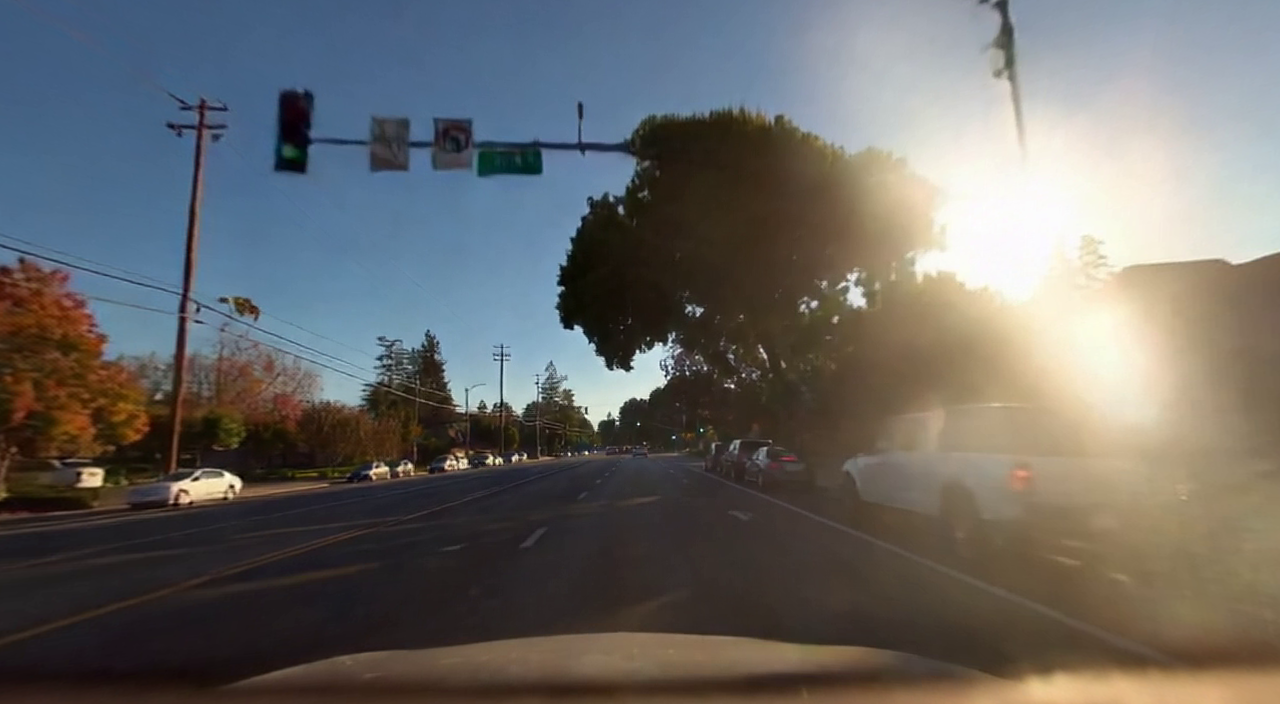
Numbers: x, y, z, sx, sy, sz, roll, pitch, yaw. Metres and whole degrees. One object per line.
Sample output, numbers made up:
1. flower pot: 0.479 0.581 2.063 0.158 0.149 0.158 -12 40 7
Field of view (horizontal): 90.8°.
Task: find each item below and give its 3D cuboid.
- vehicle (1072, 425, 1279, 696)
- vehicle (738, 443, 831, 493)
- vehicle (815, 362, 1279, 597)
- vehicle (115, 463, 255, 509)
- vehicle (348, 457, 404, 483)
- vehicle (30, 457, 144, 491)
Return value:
1. vehicle: 4.511 1.006 2.680 2.074 1.457 4.633 0 -10 0
2. vehicle: 4.587 3.754 20.840 1.844 1.426 4.916 0 -9 0
3. vehicle: 4.554 1.568 8.642 2.438 2.086 5.821 0 -9 -2
4. vehicle: -17.741 5.218 24.979 2.039 1.508 4.613 -1 -9 1
5. vehicle: -17.614 7.877 42.410 1.811 1.505 4.507 0 -9 0
6. vehicle: -30.093 6.621 34.475 4.245 1.668 2.025 0 -8 -2
